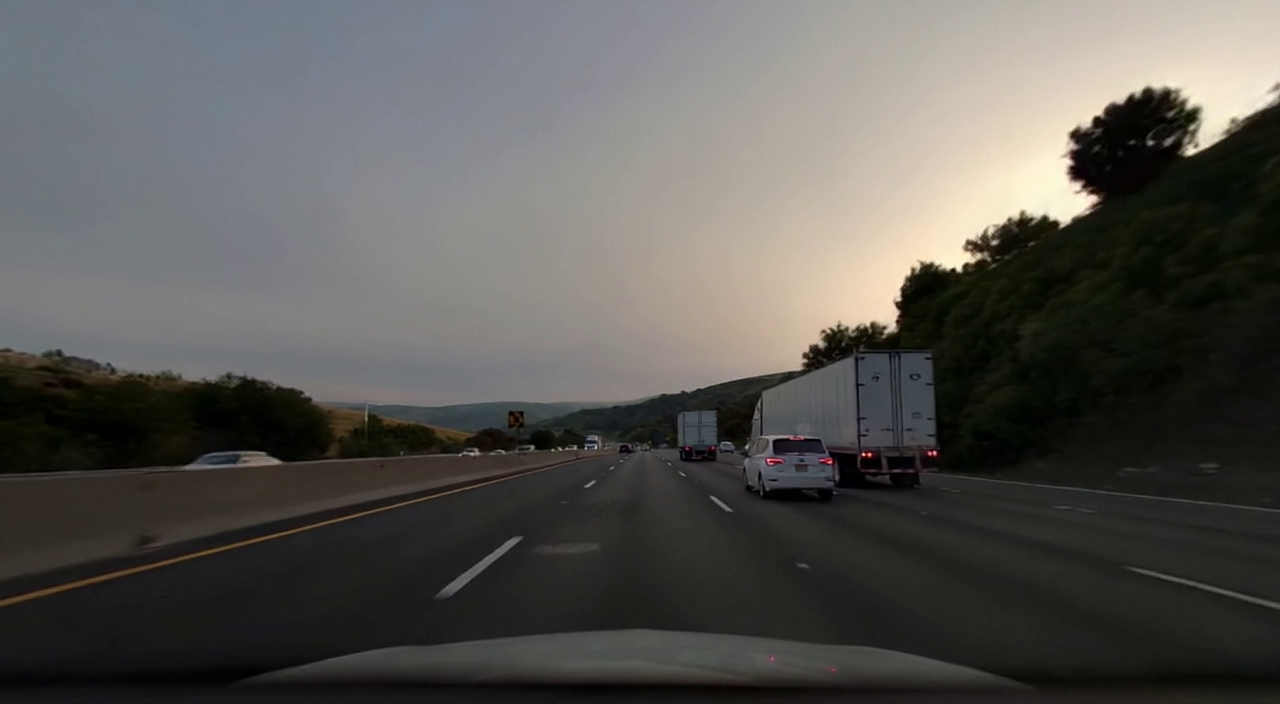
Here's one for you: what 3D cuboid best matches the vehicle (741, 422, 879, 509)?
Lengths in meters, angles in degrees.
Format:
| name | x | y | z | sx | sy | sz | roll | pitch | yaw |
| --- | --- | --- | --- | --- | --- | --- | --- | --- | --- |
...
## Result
| name | x | y | z | sx | sy | sz | roll | pitch | yaw |
| --- | --- | --- | --- | --- | --- | --- | --- | --- | --- |
| vehicle | 3.787 | 2.628 | 14.929 | 2.055 | 1.737 | 4.224 | 0 | -9 | 0 |

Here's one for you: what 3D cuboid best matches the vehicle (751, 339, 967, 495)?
| name | x | y | z | sx | sy | sz | roll | pitch | yaw |
| --- | --- | --- | --- | --- | --- | --- | --- | --- | --- |
| vehicle | 7.299 | 2.925 | 25.051 | 2.947 | 4.199 | 16.175 | 0 | -9 | 0 |

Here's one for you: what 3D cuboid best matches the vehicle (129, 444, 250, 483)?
| name | x | y | z | sx | sy | sz | roll | pitch | yaw |
| --- | --- | --- | --- | --- | --- | --- | --- | --- | --- |
| vehicle | -20.017 | 4.929 | 28.270 | 1.957 | 1.587 | 4.595 | 0 | -9 | 1 |
